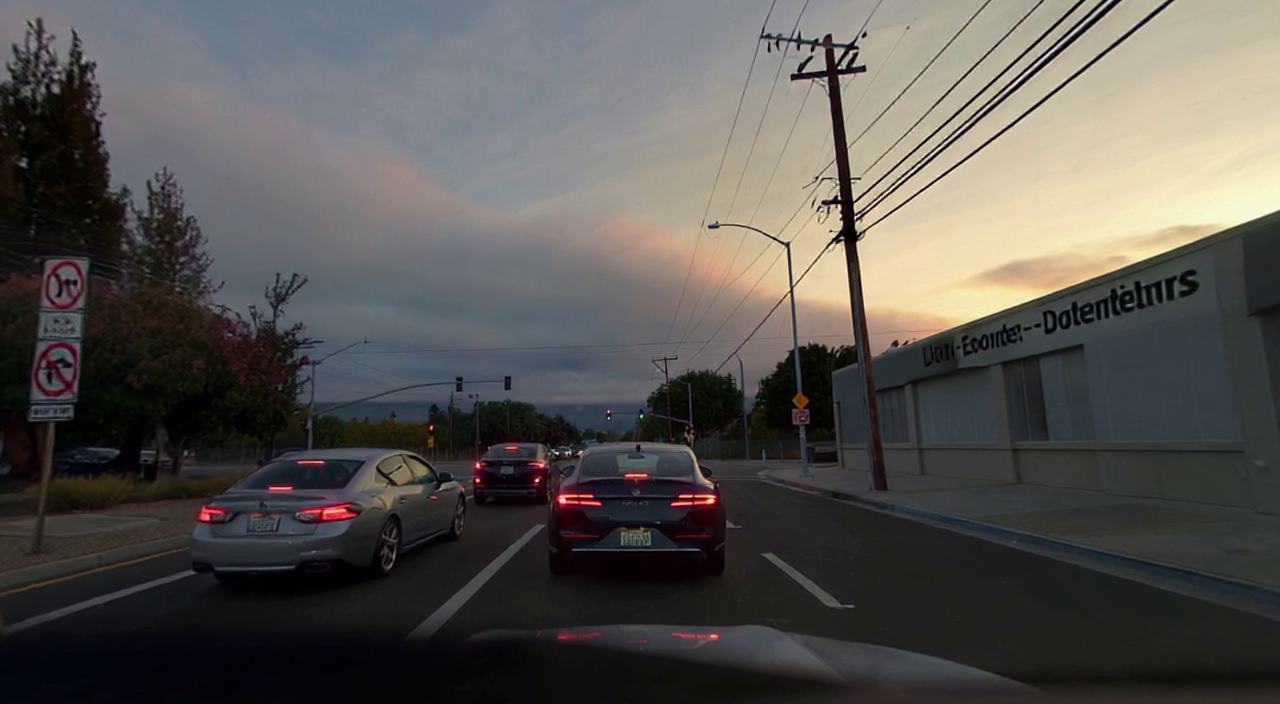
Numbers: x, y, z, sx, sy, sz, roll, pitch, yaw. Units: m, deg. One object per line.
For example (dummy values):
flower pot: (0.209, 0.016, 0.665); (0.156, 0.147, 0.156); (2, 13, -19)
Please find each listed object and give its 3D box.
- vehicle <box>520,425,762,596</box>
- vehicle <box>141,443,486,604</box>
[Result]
vehicle: (-0.003, 1.679, 7.525); (2.101, 1.469, 3.955); (0, -9, 0)
vehicle: (-3.234, 1.739, 7.319); (1.765, 1.319, 4.013); (0, -9, 2)
